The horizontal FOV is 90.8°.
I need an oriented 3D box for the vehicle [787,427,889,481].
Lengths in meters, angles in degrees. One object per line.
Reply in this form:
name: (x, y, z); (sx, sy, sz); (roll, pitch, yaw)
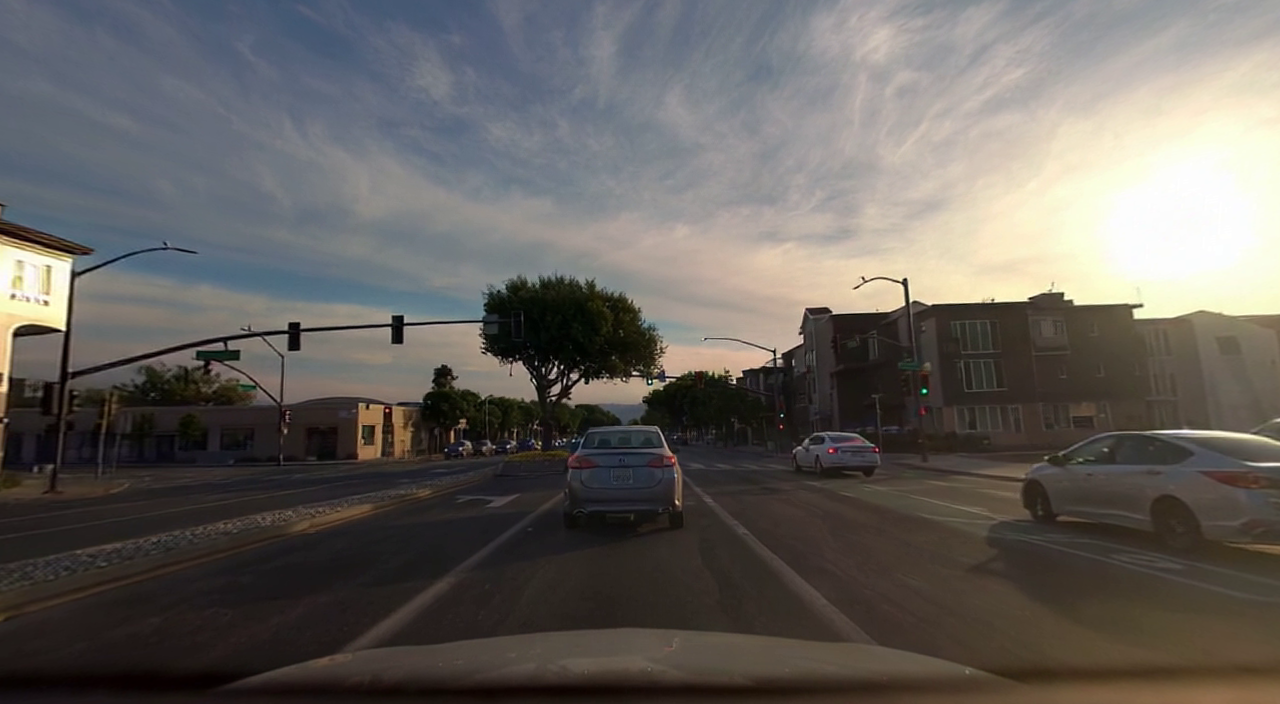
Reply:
vehicle: (6.469, 3.404, 21.208); (1.963, 1.611, 4.359); (0, -9, -1)

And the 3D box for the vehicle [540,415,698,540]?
vehicle: (-0.293, 1.904, 10.137); (2.032, 1.593, 3.896); (0, -9, -1)

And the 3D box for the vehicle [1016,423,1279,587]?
vehicle: (6.454, 1.582, 7.171); (1.768, 1.417, 4.213); (0, -9, 0)
